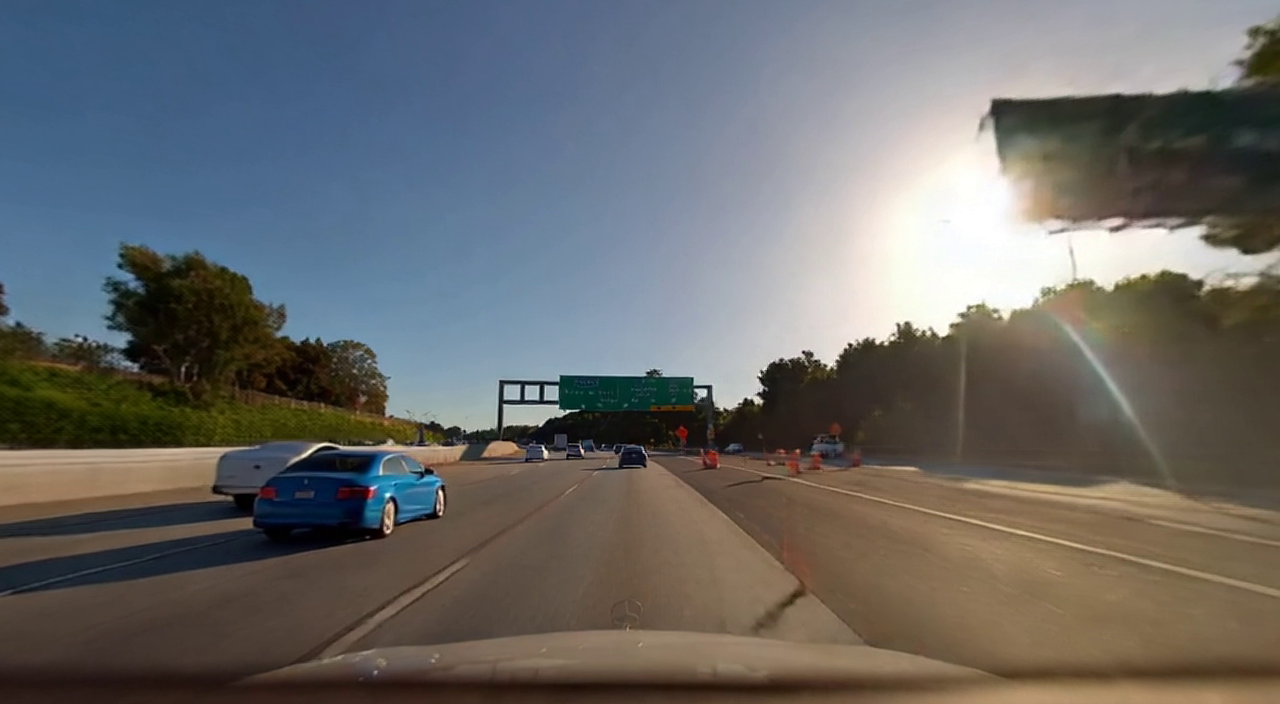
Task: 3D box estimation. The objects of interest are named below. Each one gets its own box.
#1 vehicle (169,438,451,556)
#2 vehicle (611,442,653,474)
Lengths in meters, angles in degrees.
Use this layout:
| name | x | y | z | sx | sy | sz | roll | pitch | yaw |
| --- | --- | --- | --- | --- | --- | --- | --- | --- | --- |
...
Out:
| name | x | y | z | sx | sy | sz | roll | pitch | yaw |
| --- | --- | --- | --- | --- | --- | --- | --- | --- | --- |
| vehicle | -4.676 | 2.085 | 9.850 | 2.001 | 1.415 | 4.360 | 0 | -8 | 1 |
| vehicle | -0.424 | 5.232 | 31.317 | 1.963 | 1.462 | 4.681 | 0 | -8 | -2 |
